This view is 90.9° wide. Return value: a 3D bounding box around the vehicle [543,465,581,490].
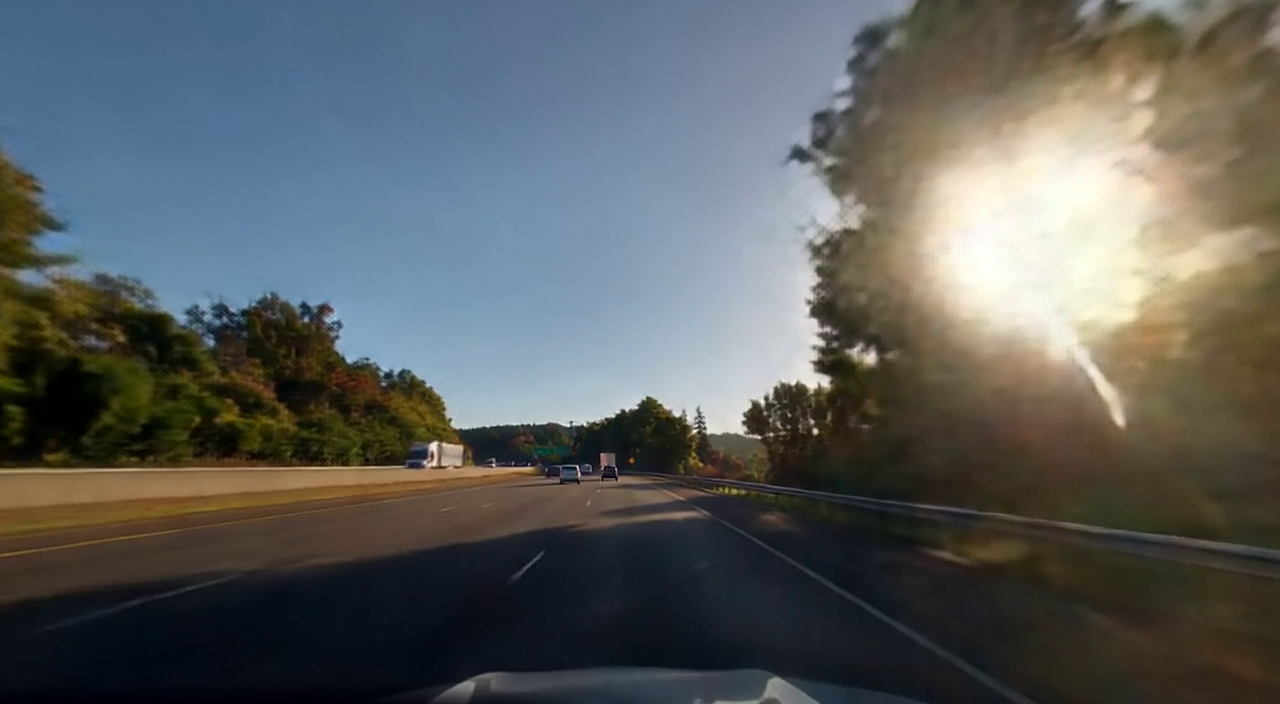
[{"bbox_3d":[-5.149,8.384,42.354,2.115,1.546,4.638,1,-10,-2],"label":"vehicle"}]
